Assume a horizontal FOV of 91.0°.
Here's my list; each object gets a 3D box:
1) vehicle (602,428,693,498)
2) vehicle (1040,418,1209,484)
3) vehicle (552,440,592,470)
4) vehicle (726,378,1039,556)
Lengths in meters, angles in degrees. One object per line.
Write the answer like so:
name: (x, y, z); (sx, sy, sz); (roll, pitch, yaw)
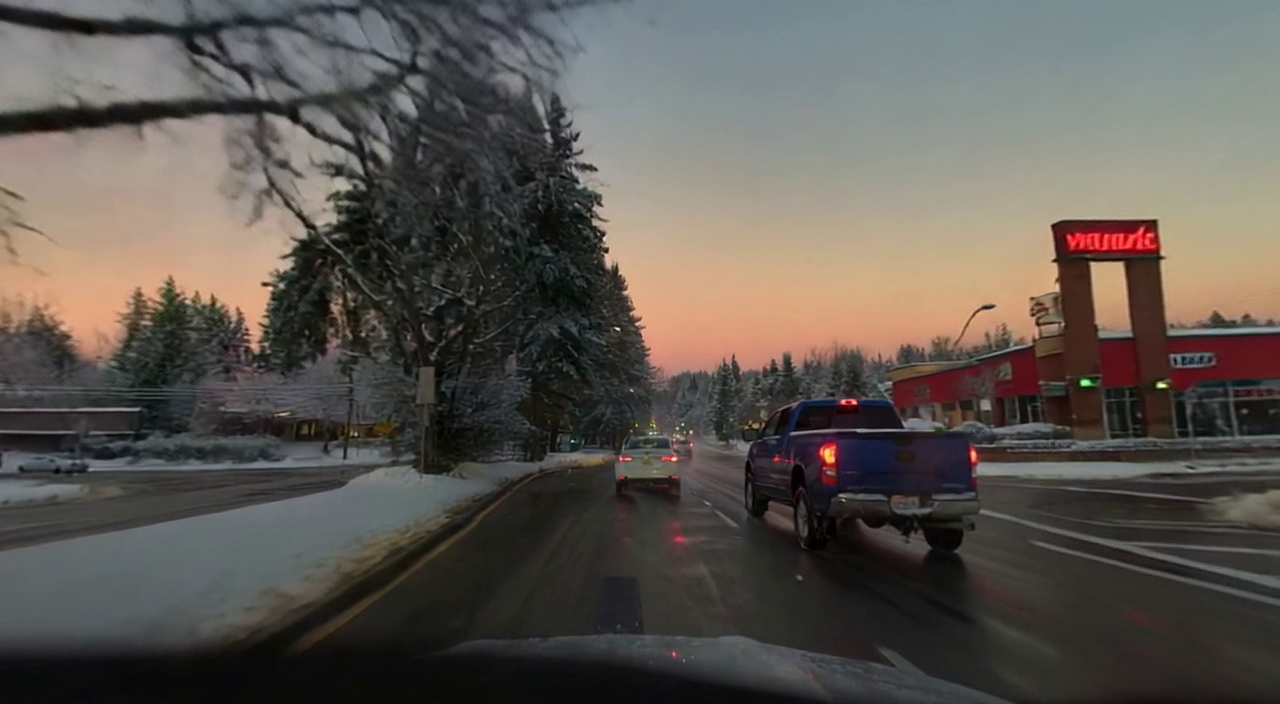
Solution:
vehicle: (0.153, 2.931, 16.947); (2.145, 1.650, 4.021); (0, -8, -1)
vehicle: (15.110, 3.080, 19.680); (4.299, 1.878, 1.989); (3, -9, -19)
vehicle: (-3.585, 5.454, 33.568); (1.960, 1.475, 4.161); (1, -9, -5)
vehicle: (3.314, 1.816, 10.595); (2.731, 2.101, 6.047); (0, -8, -1)
